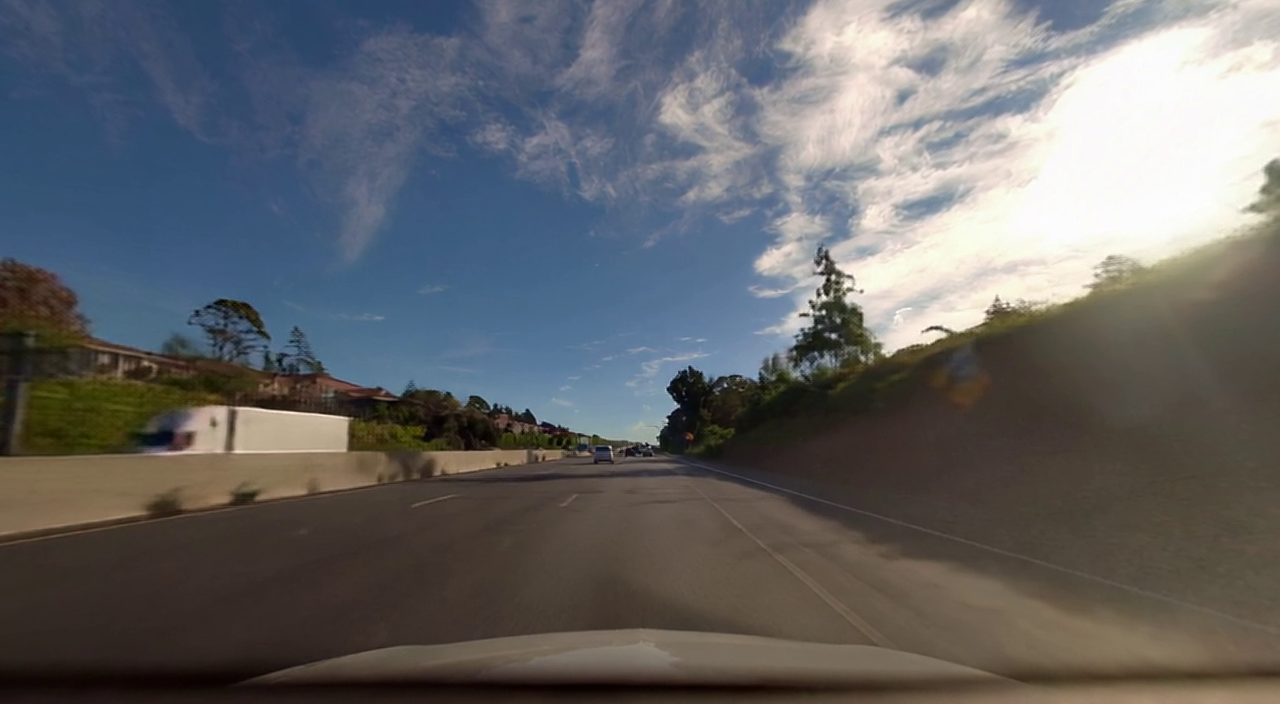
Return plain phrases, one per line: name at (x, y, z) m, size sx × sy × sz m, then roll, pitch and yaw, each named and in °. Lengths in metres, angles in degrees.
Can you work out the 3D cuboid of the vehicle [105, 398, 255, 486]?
vehicle at (-23.069, 4.624, 32.179) m, size 2.967 × 4.002 × 5.886 m, roll 0°, pitch -9°, yaw 0°
